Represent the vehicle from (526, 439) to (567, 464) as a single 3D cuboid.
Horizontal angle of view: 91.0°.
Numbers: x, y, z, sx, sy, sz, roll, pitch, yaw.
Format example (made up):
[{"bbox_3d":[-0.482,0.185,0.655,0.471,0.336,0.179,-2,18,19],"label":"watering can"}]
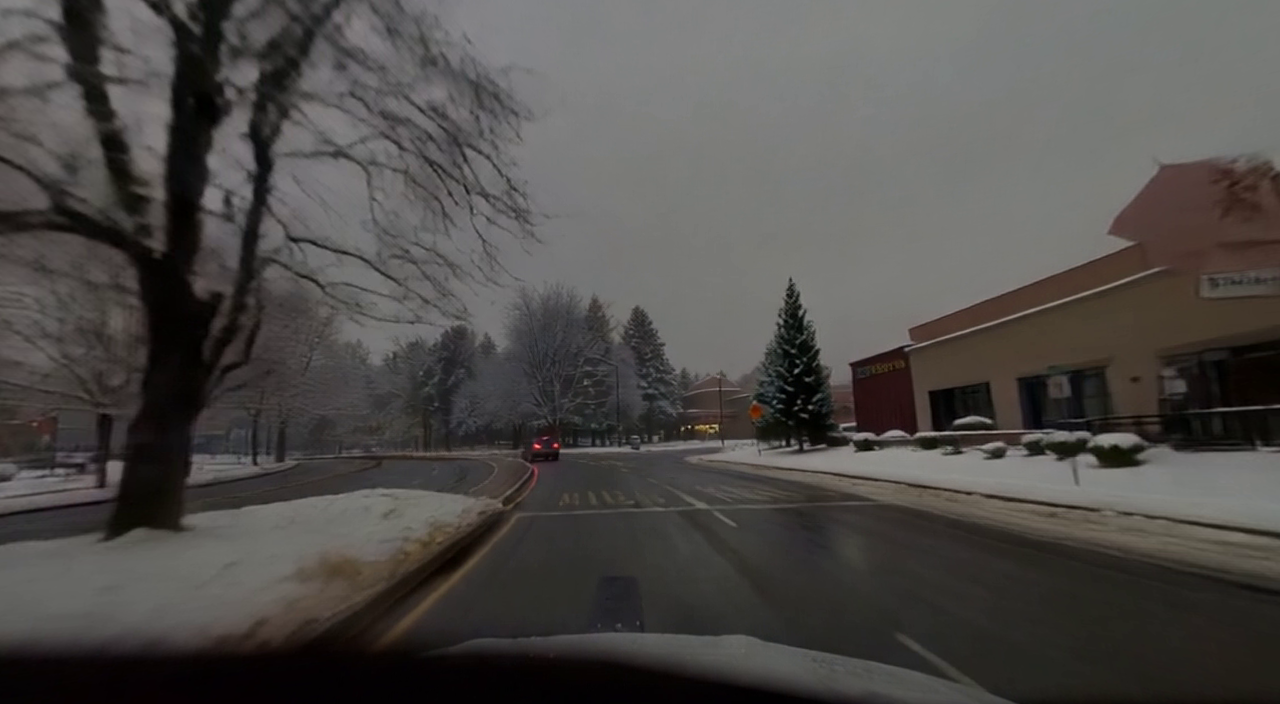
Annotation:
[{"bbox_3d":[-6.313,6.643,42.210,2.018,1.512,4.304,3,-9,-18],"label":"vehicle"}]
